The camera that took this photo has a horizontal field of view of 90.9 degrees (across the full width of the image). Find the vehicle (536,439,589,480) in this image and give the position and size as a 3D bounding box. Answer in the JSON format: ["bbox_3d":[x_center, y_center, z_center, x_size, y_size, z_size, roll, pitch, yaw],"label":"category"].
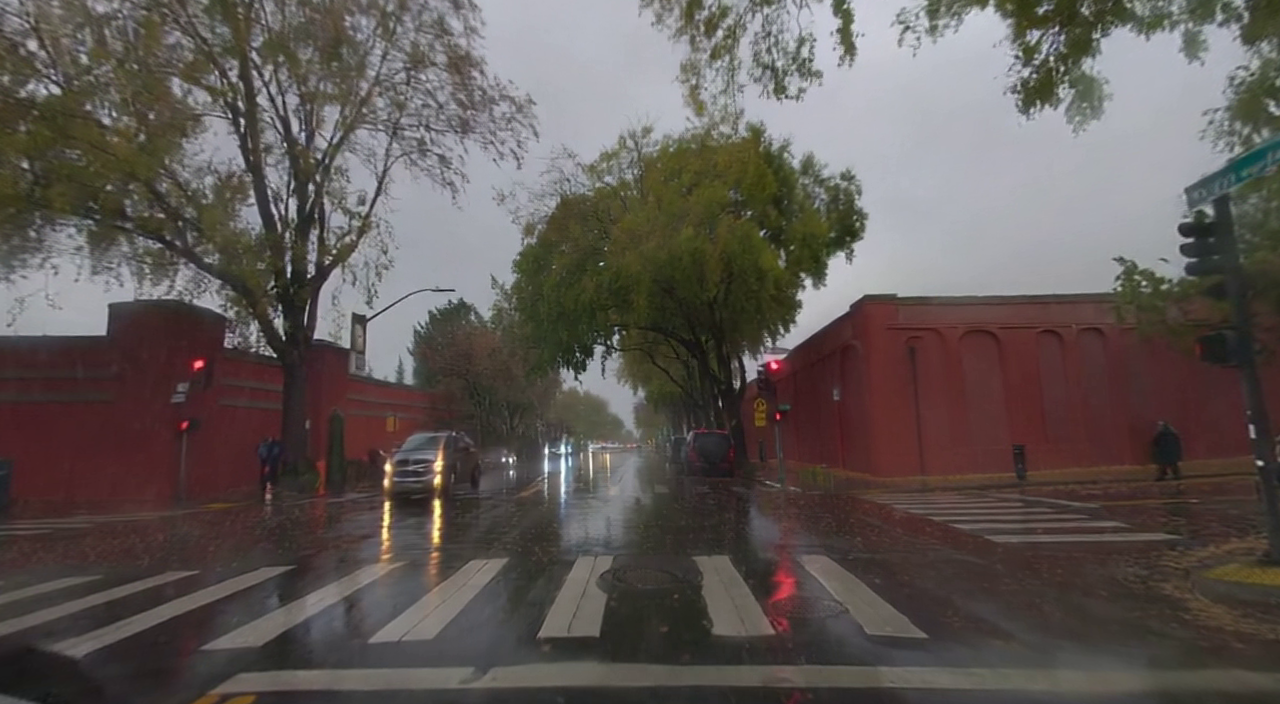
[{"bbox_3d":[-3.258,4.571,27.189,2.033,1.596,4.142,1,-8,-4],"label":"vehicle"}]

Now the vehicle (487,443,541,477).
[{"bbox_3d":[-6.189,5.345,31.409,1.979,1.560,3.928,0,-8,-1],"label":"vehicle"}]

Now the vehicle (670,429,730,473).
[{"bbox_3d":[3.100,5.314,34.041,2.557,2.188,5.164,0,-8,-2],"label":"vehicle"}]

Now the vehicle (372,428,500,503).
[{"bbox_3d":[-5.772,3.269,18.641,2.242,1.887,4.924,0,-8,-2],"label":"vehicle"}]
